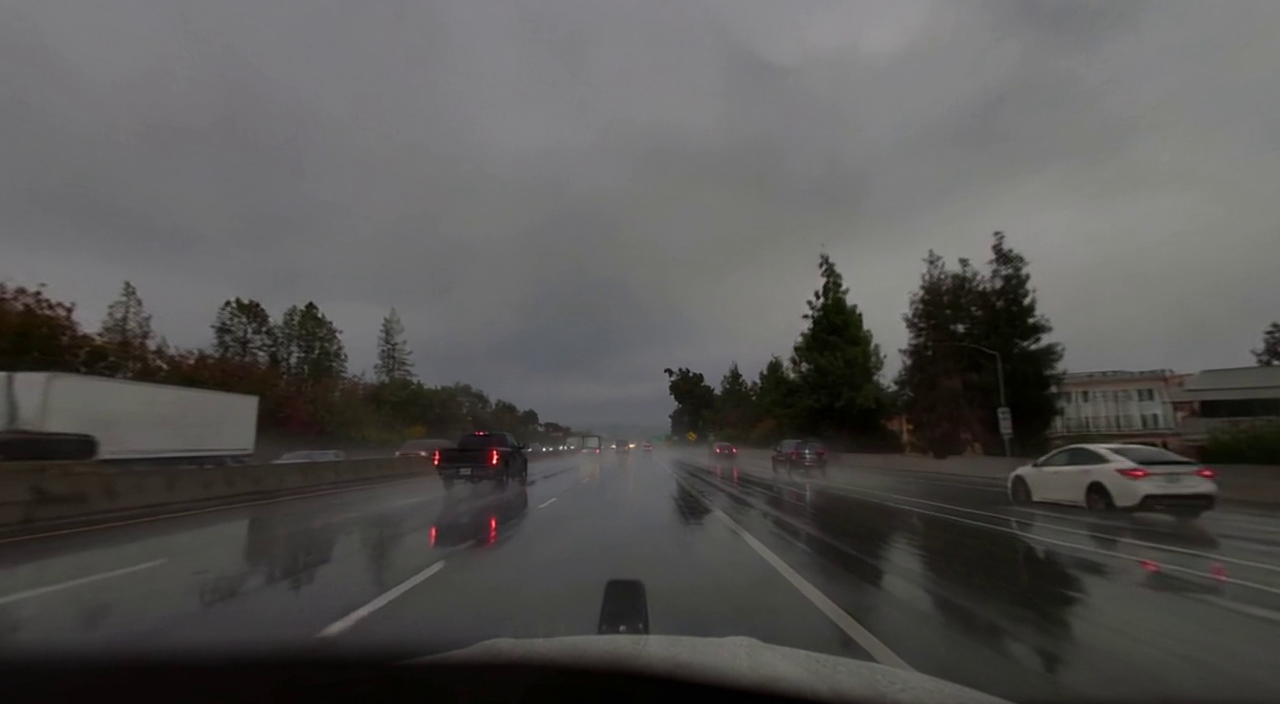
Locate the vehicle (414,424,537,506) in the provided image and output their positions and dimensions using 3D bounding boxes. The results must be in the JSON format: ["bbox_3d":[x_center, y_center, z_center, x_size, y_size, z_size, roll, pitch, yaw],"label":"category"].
[{"bbox_3d":[-4.293,3.047,17.388,1.994,1.911,4.819,0,-9,1],"label":"vehicle"}]

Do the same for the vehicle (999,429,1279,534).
[{"bbox_3d":[9.199,2.382,12.177,1.971,1.638,4.295,0,-9,0],"label":"vehicle"}]

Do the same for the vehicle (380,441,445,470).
[{"bbox_3d":[-17.077,7.805,47.784,2.477,2.066,5.967,0,-9,2],"label":"vehicle"}]

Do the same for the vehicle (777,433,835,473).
[{"bbox_3d":[9.533,5.857,36.713,2.061,2.115,4.635,0,-9,0],"label":"vehicle"}]

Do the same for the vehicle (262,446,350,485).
[{"bbox_3d":[-17.084,5.788,32.530,2.042,1.826,4.395,0,-9,1],"label":"vehicle"}]

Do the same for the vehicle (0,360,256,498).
[{"bbox_3d":[-24.992,3.780,29.363,3.645,4.961,16.706,0,-9,0],"label":"vehicle"}]

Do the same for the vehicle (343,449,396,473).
[{"bbox_3d":[-20.692,8.333,48.412,1.929,1.710,4.688,0,-9,1],"label":"vehicle"}]
